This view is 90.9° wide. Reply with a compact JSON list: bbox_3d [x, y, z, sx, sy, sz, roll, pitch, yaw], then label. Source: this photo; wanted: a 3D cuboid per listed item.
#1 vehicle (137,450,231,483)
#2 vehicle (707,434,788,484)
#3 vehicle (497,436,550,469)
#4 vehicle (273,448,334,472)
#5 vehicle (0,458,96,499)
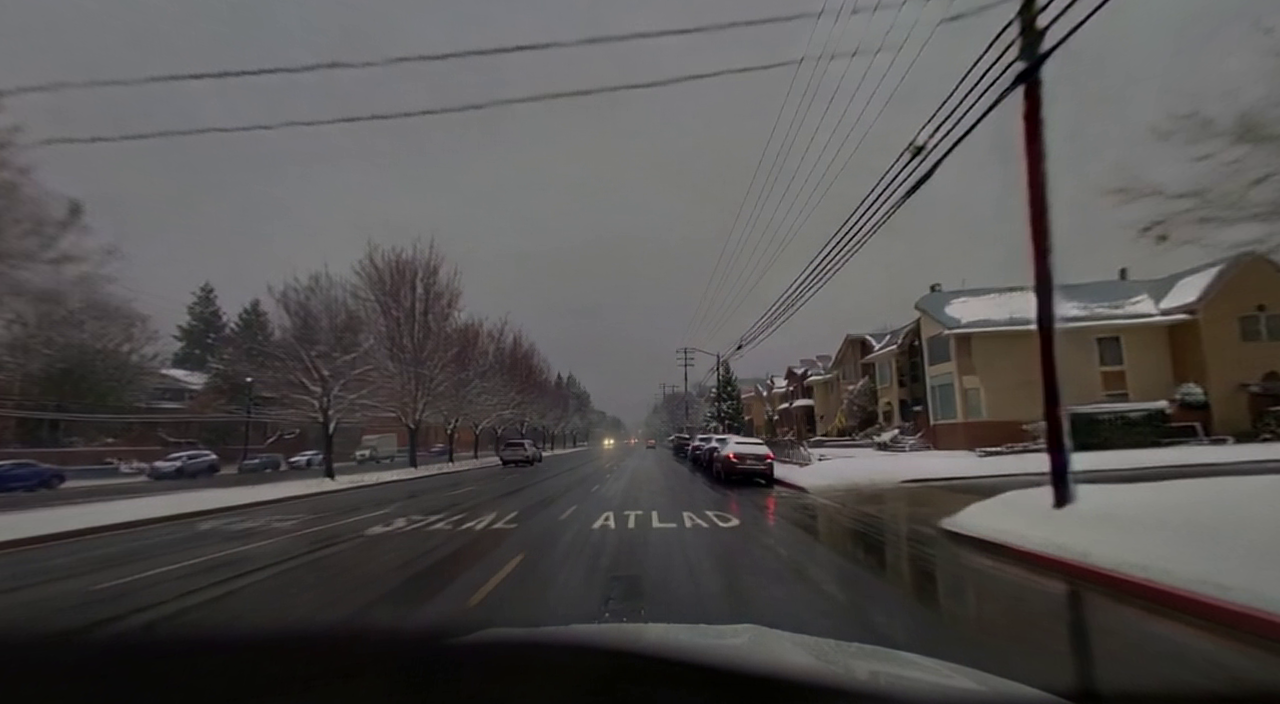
[{"bbox_3d":[-25.742,6.448,35.832,1.959,1.707,4.481,0,-8,0],"label":"vehicle"},{"bbox_3d":[3.637,3.705,22.218,2.048,1.556,4.753,0,-8,0],"label":"vehicle"},{"bbox_3d":[-6.403,5.548,35.028,2.000,1.671,4.497,0,-8,1],"label":"vehicle"},{"bbox_3d":[-25.693,8.227,48.372,2.121,1.699,4.506,0,-8,1],"label":"vehicle"},{"bbox_3d":[-25.859,5.246,26.476,1.935,1.487,4.600,0,-8,0],"label":"vehicle"}]
